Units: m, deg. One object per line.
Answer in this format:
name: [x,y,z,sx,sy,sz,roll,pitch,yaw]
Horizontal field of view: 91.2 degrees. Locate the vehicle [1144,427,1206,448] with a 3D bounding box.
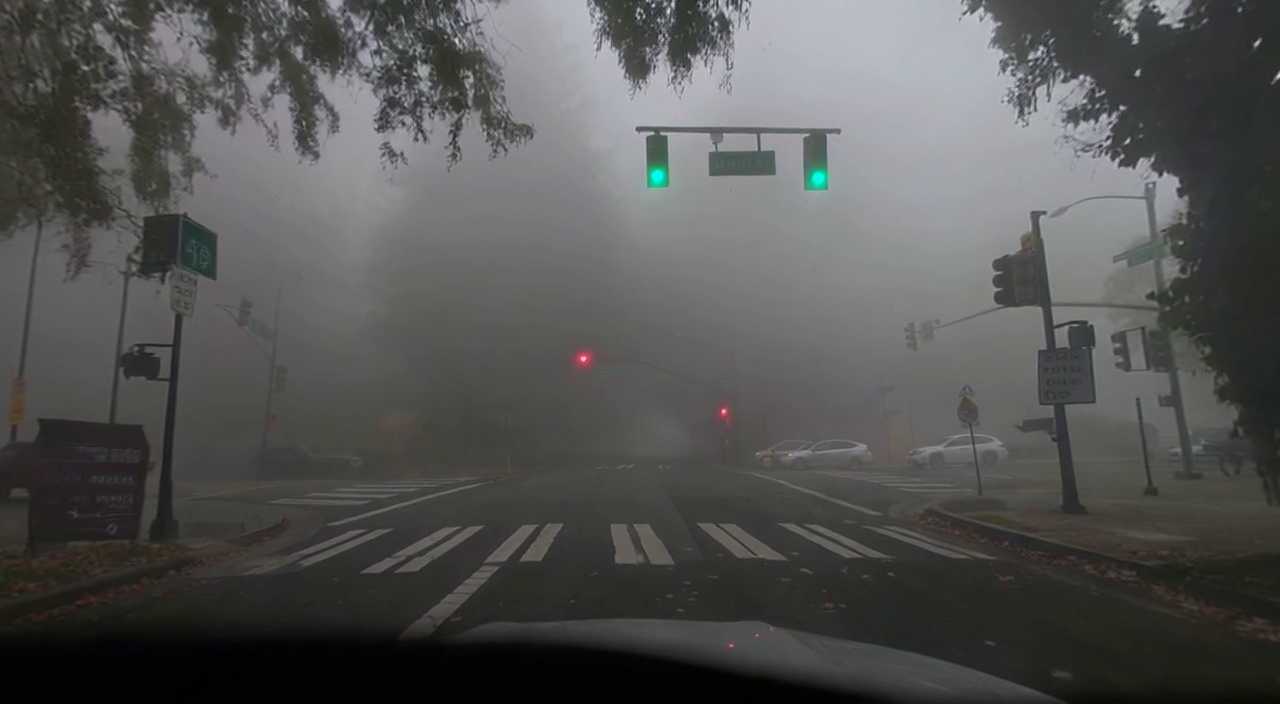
vehicle: [41.031,6.611,48.149,1.682,1.422,3.422,2,-10,1]

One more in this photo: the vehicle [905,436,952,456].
vehicle: [21.798,7.143,47.509,1.923,1.463,3.758,-1,-9,3]

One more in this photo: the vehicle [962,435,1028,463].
vehicle: [20.948,5.708,37.138,1.851,1.388,3.475,0,-5,0]

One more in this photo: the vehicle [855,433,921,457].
vehicle: [16.914,6.332,42.693,4.522,1.546,1.941,6,-11,-35]

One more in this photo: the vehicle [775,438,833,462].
vehicle: [11.103,6.603,42.273,1.955,1.508,4.295,-8,-12,42]
